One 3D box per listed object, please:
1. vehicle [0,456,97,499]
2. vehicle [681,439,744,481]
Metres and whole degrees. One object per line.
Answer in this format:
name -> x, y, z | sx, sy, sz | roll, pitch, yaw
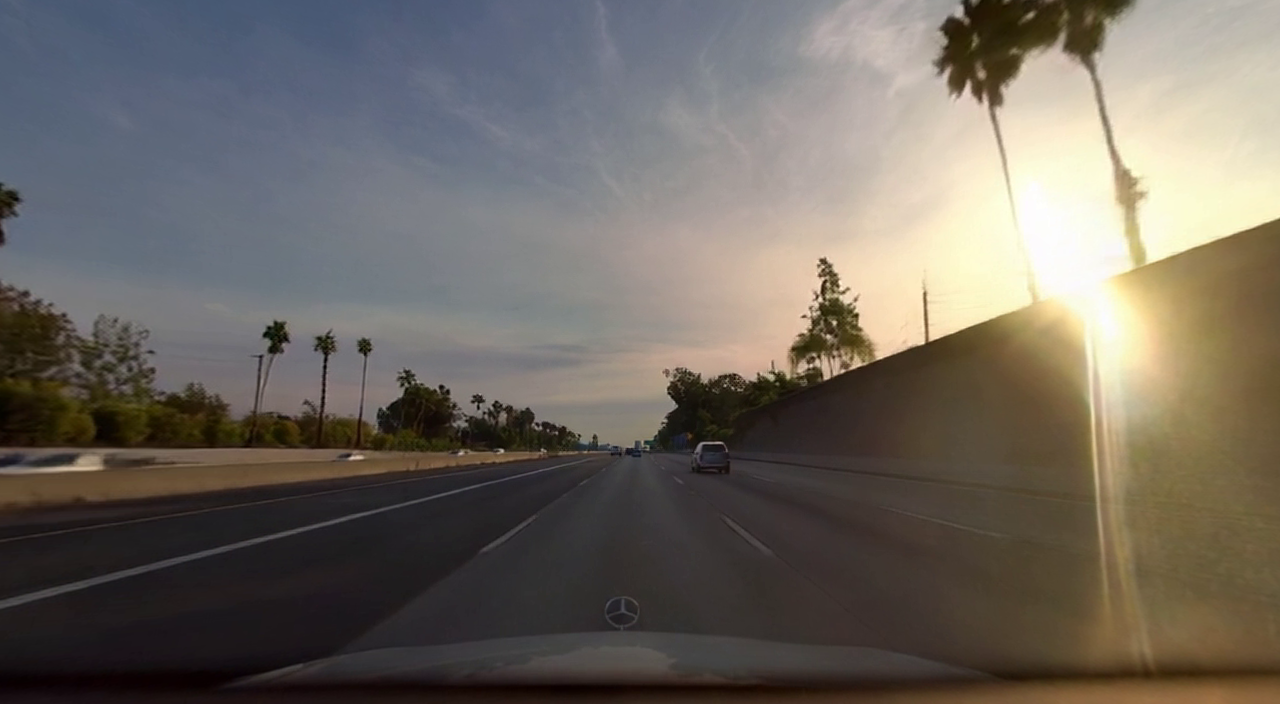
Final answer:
vehicle -> -23.801, 4.804, 24.524 | 1.797, 1.499, 4.020 | 0, -9, 0
vehicle -> 3.058, 4.671, 27.584 | 2.130, 1.677, 4.317 | 0, -9, -2
